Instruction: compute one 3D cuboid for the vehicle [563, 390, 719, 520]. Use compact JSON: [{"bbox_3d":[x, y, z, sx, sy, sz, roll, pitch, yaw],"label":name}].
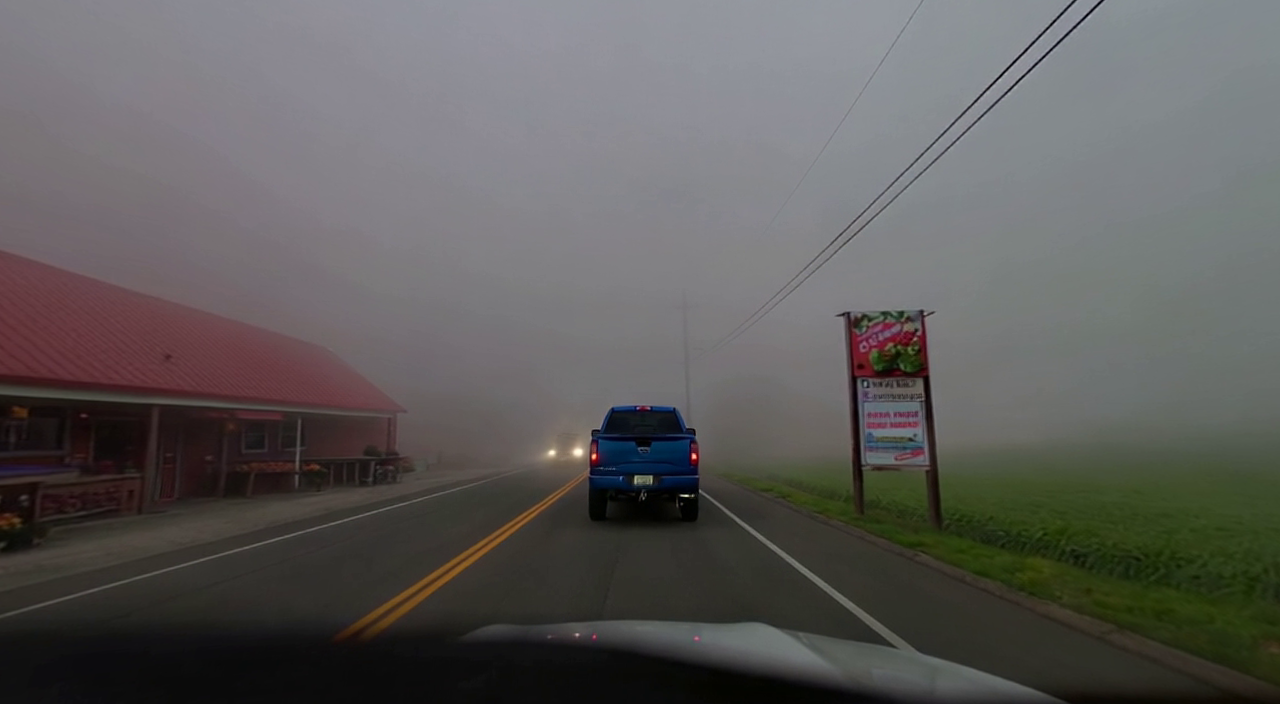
[{"bbox_3d":[-0.056,2.212,13.946,2.693,2.223,5.885,0,-8,-2],"label":"vehicle"}]
